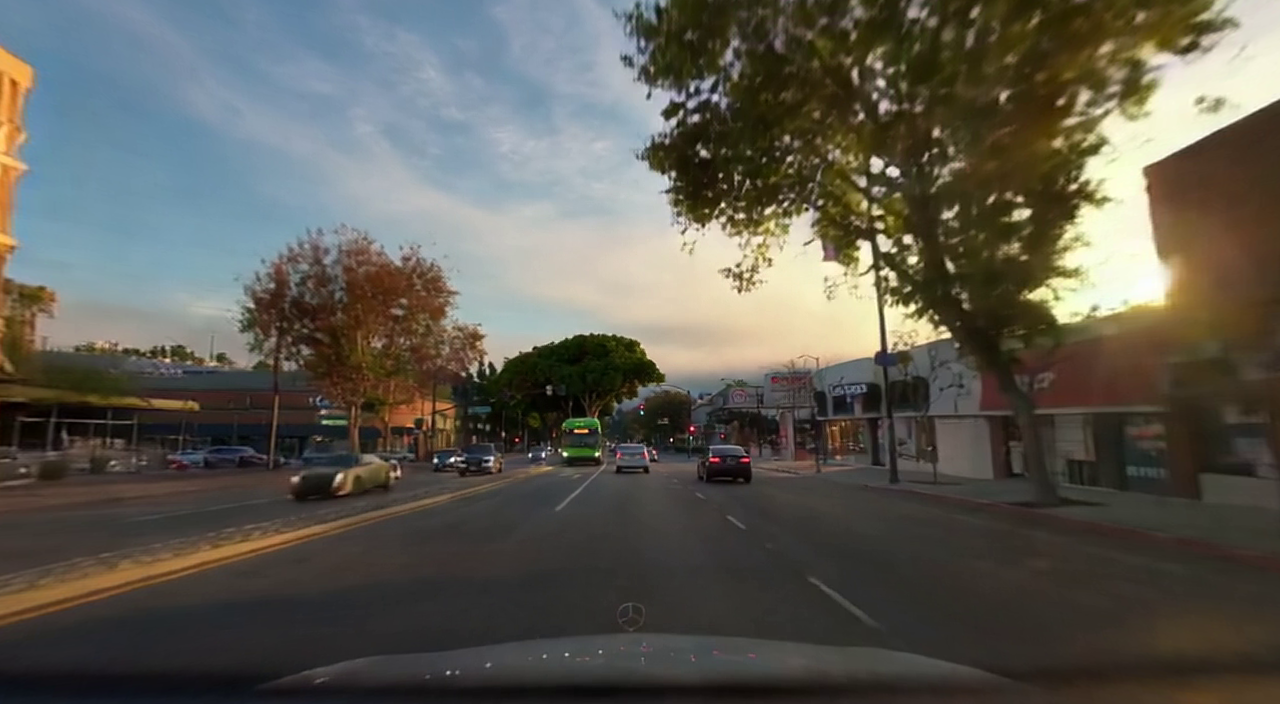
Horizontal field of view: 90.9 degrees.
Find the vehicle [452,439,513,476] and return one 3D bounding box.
[{"bbox_3d":[-8.519,5.723,34.547,2.154,1.832,4.820,0,-8,-1],"label":"vehicle"}]

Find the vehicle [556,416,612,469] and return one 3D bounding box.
[{"bbox_3d":[-3.759,6.564,45.692,3.018,3.217,13.998,0,-8,-1],"label":"vehicle"}]

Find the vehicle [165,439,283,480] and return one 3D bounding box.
[{"bbox_3d":[-22.276,5.787,34.218,2.306,1.967,6.392,1,-9,-3],"label":"vehicle"}]

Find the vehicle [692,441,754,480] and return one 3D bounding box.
[{"bbox_3d":[3.478,4.666,27.304,2.046,1.540,3.883,0,-8,-2],"label":"vehicle"}]

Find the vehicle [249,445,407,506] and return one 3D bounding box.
[{"bbox_3d":[-8.386,3.321,17.495,2.228,1.476,4.162,0,-8,0],"label":"vehicle"}]

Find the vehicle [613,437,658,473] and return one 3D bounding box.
[{"bbox_3d":[-0.289,5.634,34.775,2.301,1.837,4.411,0,-8,-2],"label":"vehicle"}]
